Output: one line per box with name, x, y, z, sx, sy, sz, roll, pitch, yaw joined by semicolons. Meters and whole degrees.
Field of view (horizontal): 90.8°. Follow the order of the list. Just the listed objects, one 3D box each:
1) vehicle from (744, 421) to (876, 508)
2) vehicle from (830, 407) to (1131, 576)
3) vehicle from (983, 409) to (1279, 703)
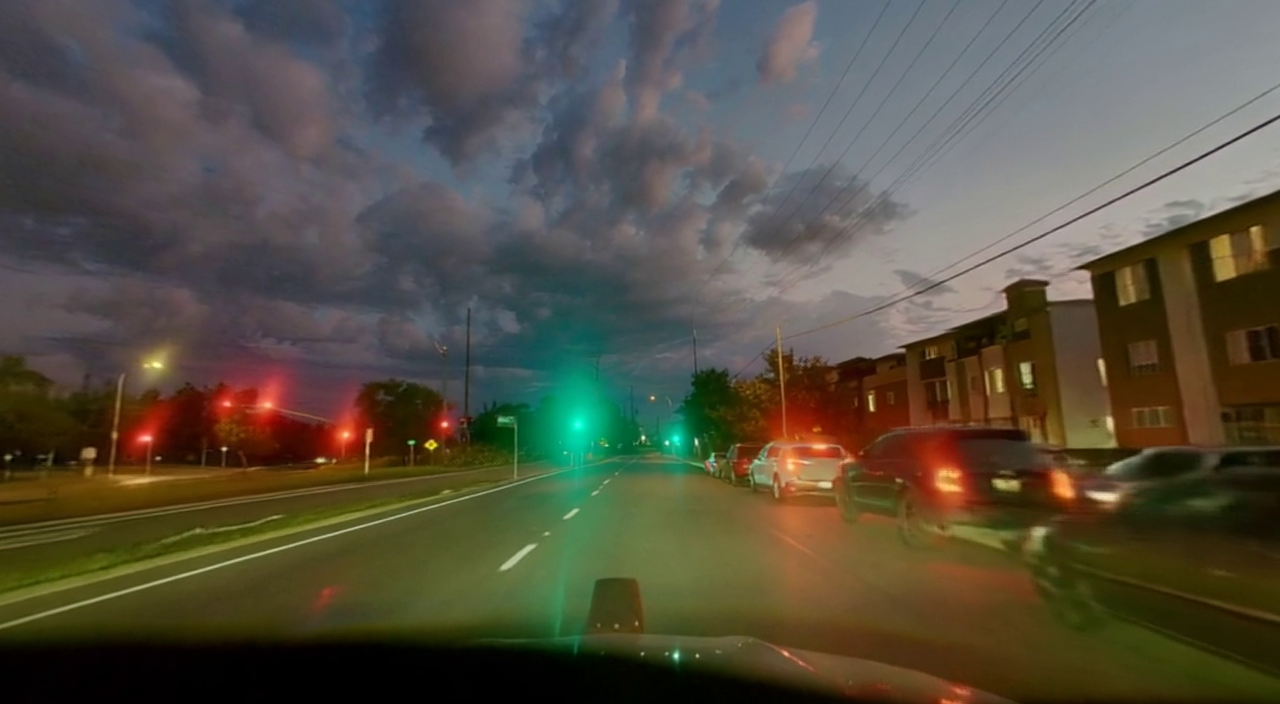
vehicle;4.249;2.909;16.785;2.056;1.941;4.955;0;-8;-1
vehicle;4.295;1.818;8.993;1.936;1.778;4.378;0;-9;2
vehicle;3.905;1.036;3.014;1.925;1.505;4.895;0;-8;2
